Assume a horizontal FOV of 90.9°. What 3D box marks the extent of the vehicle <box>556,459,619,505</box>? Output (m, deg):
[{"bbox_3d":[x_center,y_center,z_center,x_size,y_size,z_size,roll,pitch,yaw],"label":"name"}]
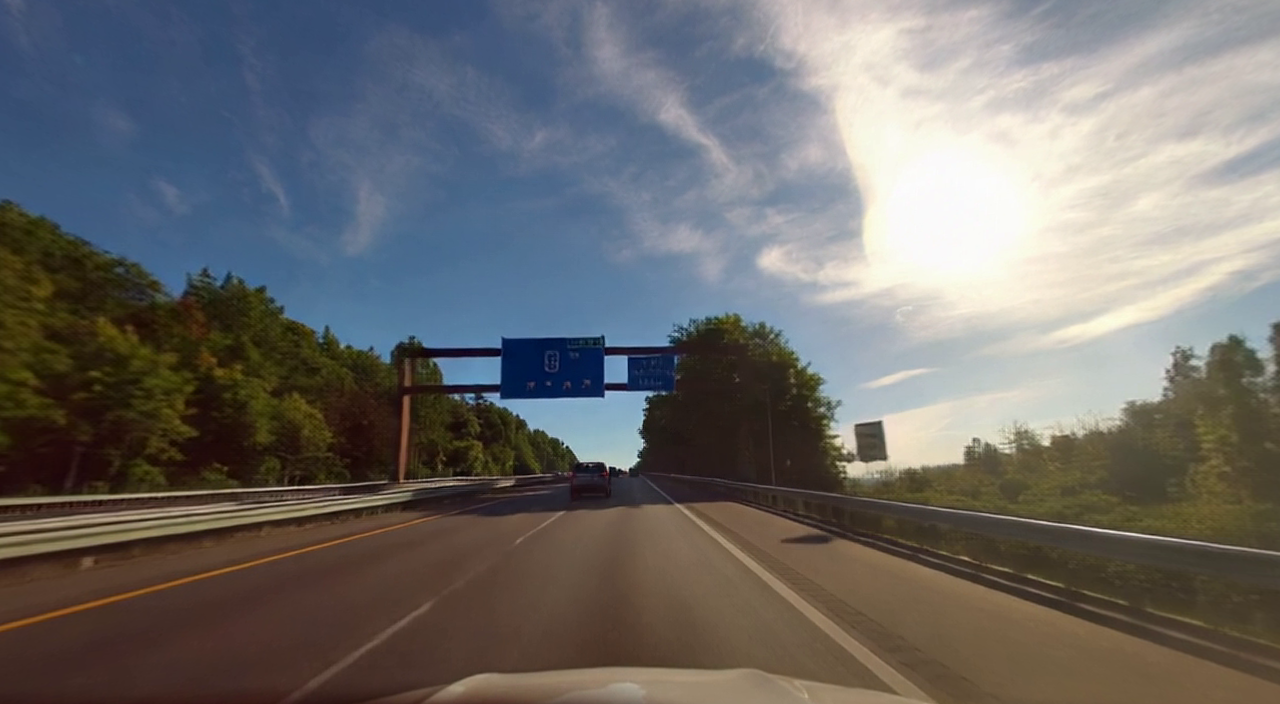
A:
[{"bbox_3d":[-2.054,5.298,25.950,2.107,1.668,4.554,1,-11,1],"label":"vehicle"}]
